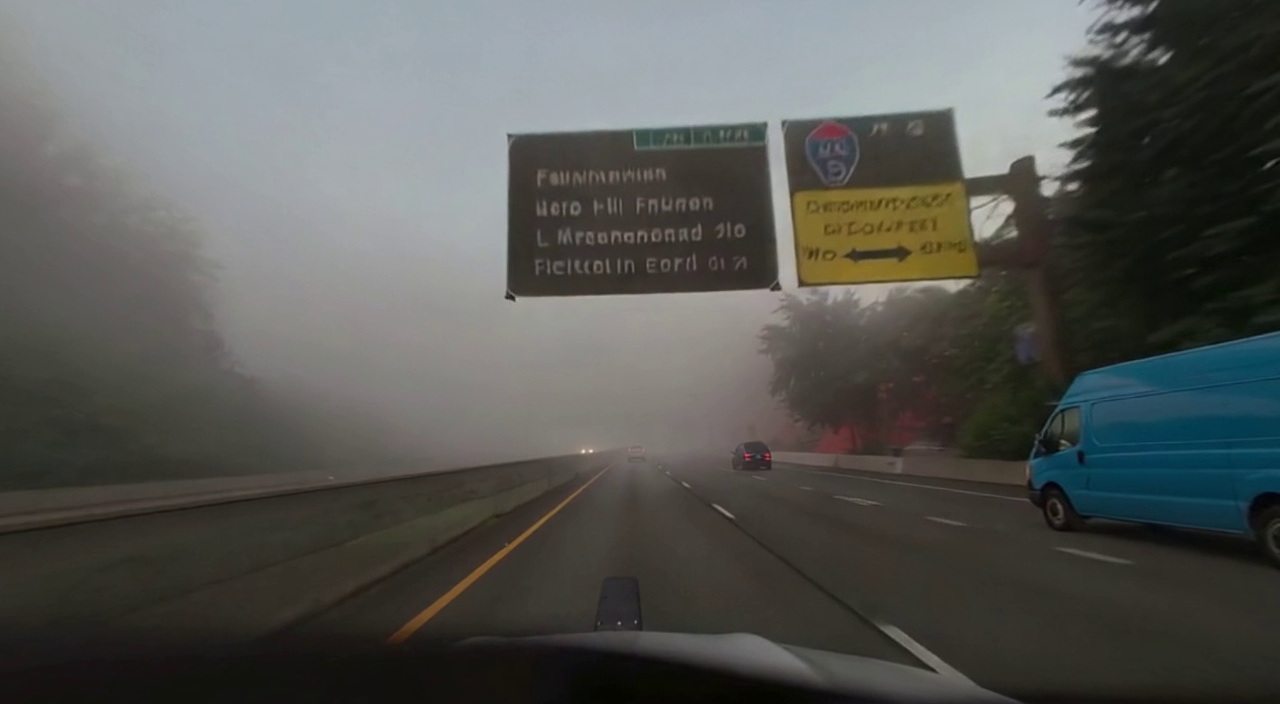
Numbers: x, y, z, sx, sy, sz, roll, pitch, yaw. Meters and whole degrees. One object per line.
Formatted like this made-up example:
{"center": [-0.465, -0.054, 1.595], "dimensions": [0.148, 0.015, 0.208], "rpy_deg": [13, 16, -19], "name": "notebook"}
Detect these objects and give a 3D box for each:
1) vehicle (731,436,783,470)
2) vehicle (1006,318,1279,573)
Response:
{"center": [7.095, 6.238, 38.793], "dimensions": [2.156, 1.943, 5.010], "rpy_deg": [0, -9, -1], "name": "vehicle"}
{"center": [7.804, 1.219, 8.149], "dimensions": [2.283, 2.631, 6.053], "rpy_deg": [0, -9, -1], "name": "vehicle"}
